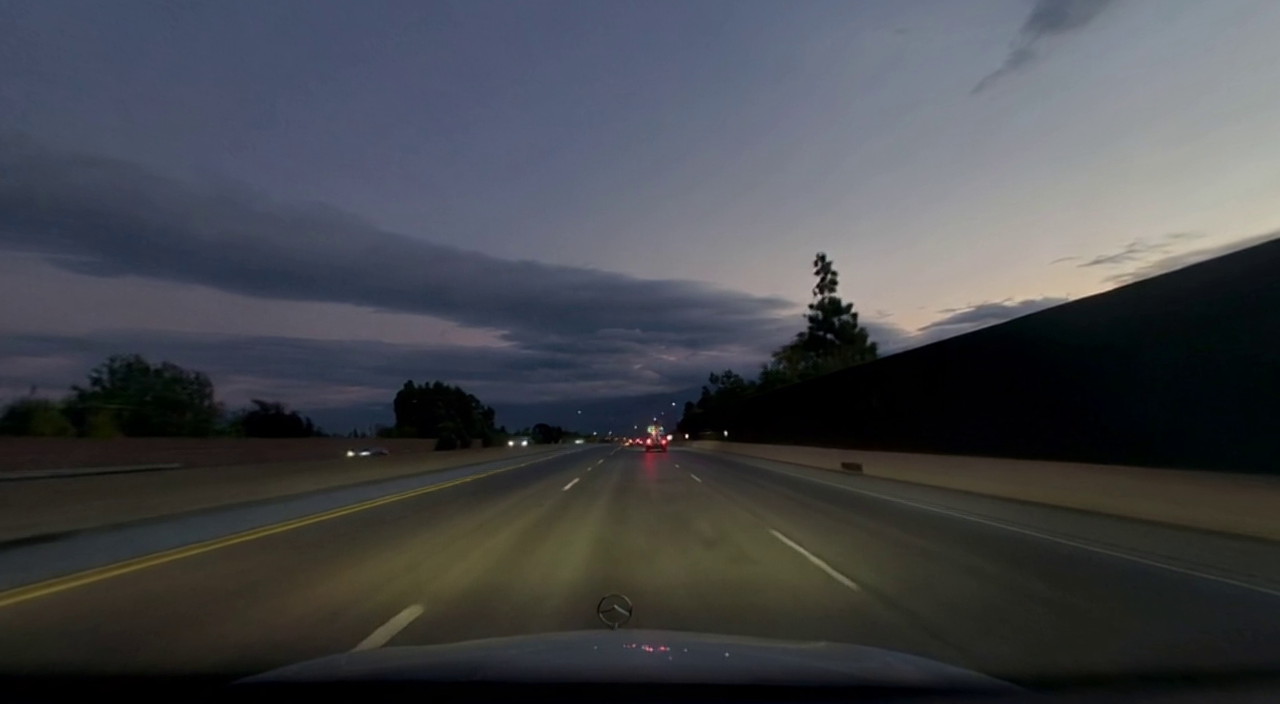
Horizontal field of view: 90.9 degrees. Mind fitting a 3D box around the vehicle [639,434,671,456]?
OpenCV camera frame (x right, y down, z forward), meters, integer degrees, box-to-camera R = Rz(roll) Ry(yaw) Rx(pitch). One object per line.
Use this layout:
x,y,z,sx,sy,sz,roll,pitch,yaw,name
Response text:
0.967,6.243,42.468,1.911,1.449,3.776,0,-8,-3,vehicle
